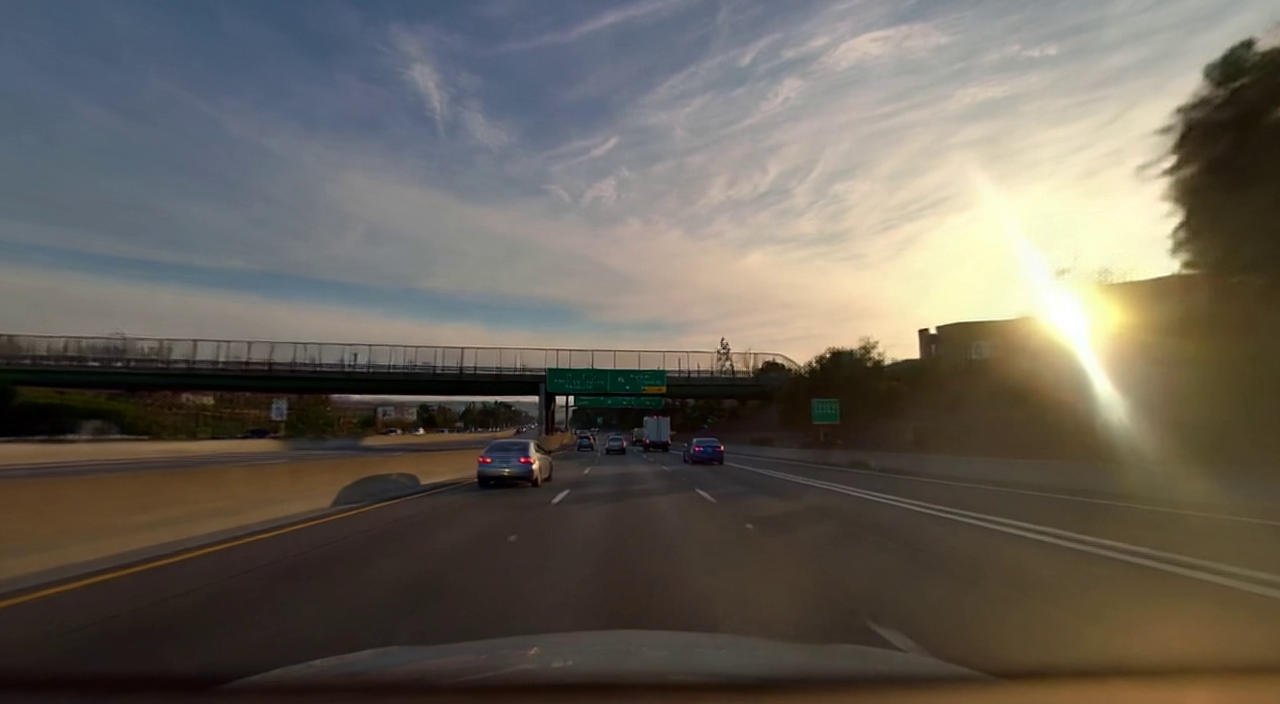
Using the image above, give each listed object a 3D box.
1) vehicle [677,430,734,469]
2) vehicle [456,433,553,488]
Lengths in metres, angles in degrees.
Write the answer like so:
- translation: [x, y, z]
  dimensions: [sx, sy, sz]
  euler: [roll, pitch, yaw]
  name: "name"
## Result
- translation: [2.957, 4.516, 29.343]
  dimensions: [2.001, 1.625, 4.088]
  euler: [0, -8, -3]
  name: "vehicle"
- translation: [-4.009, 3.289, 19.434]
  dimensions: [2.064, 1.479, 4.370]
  euler: [0, -8, 0]
  name: "vehicle"
